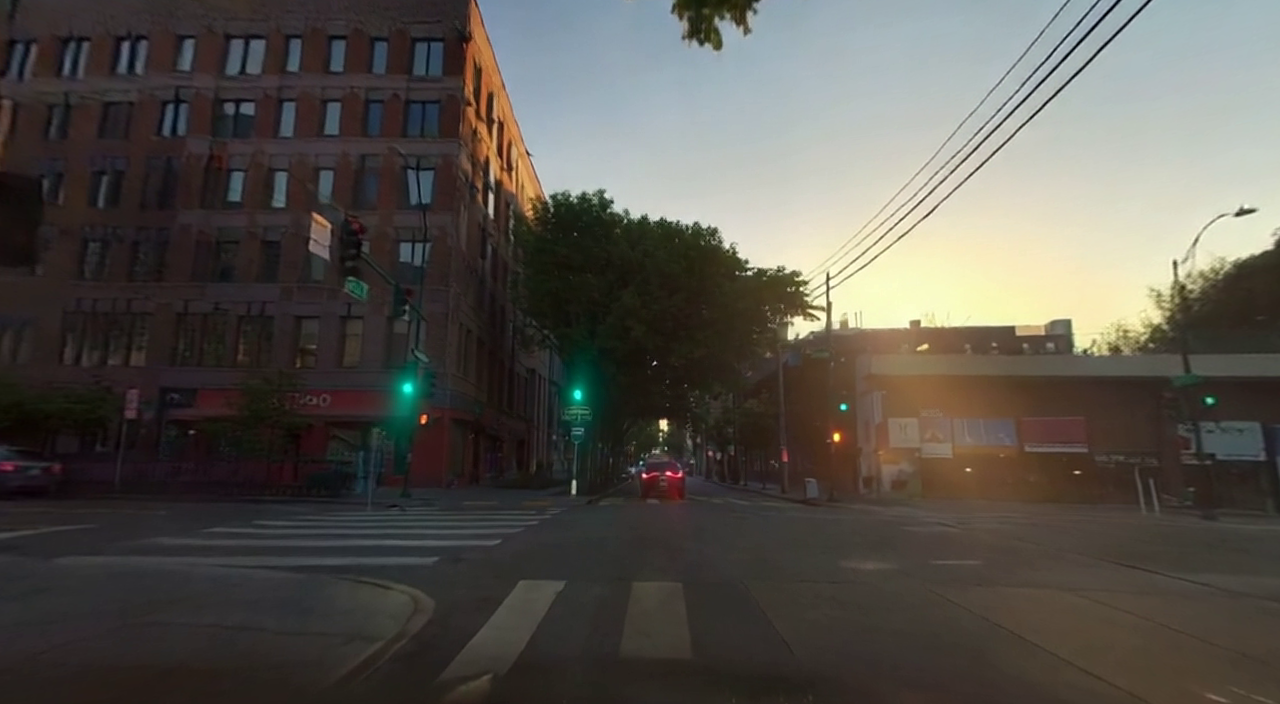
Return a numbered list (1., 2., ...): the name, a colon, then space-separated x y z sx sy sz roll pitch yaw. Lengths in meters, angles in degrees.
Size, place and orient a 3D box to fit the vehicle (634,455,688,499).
1. vehicle: 0.819 5.174 26.364 2.079 1.621 3.861 0 -9 0
